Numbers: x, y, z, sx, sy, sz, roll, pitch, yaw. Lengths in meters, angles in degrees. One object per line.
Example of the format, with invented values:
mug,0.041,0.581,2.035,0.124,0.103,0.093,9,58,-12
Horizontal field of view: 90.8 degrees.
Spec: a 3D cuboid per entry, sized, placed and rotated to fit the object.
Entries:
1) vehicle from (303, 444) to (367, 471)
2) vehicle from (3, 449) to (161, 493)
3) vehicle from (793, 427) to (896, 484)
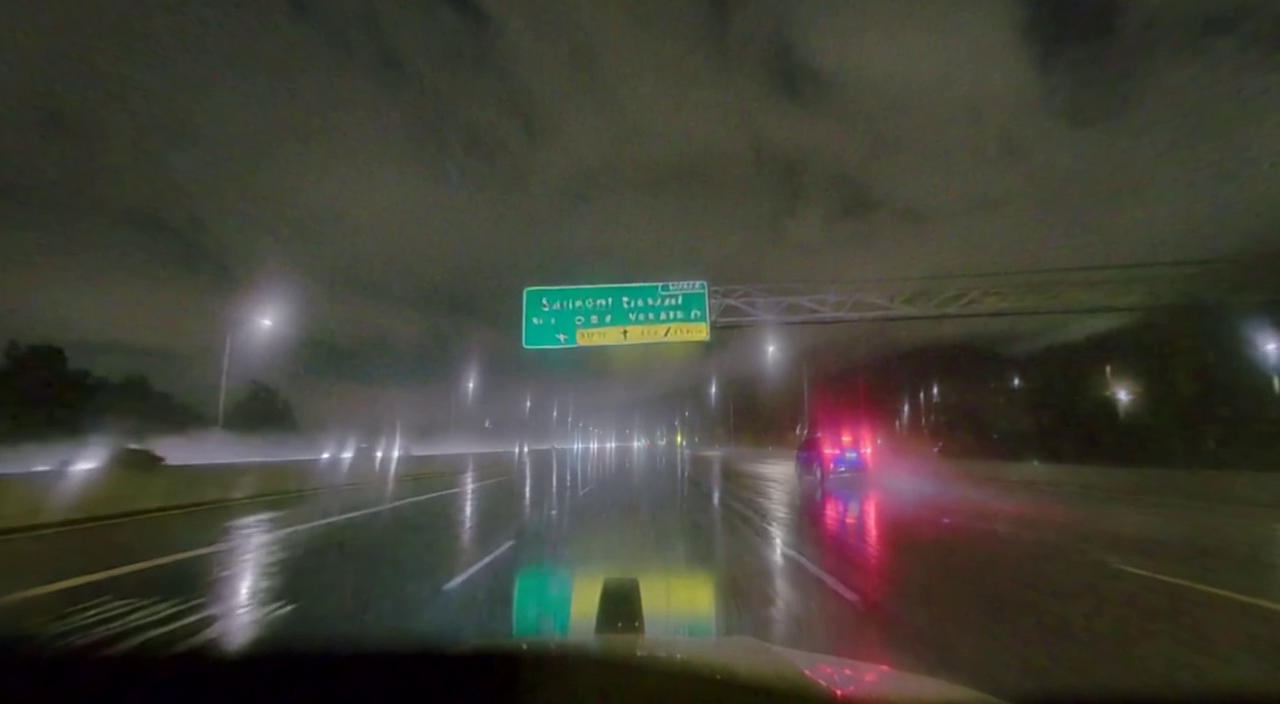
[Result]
vehicle,-21.715,7.477,45.197,2.096,1.815,4.839,0,-8,0
vehicle,-21.687,4.611,24.872,1.895,1.490,4.731,0,-8,0
vehicle,7.415,3.803,23.479,2.222,1.899,4.595,0,-8,-1
